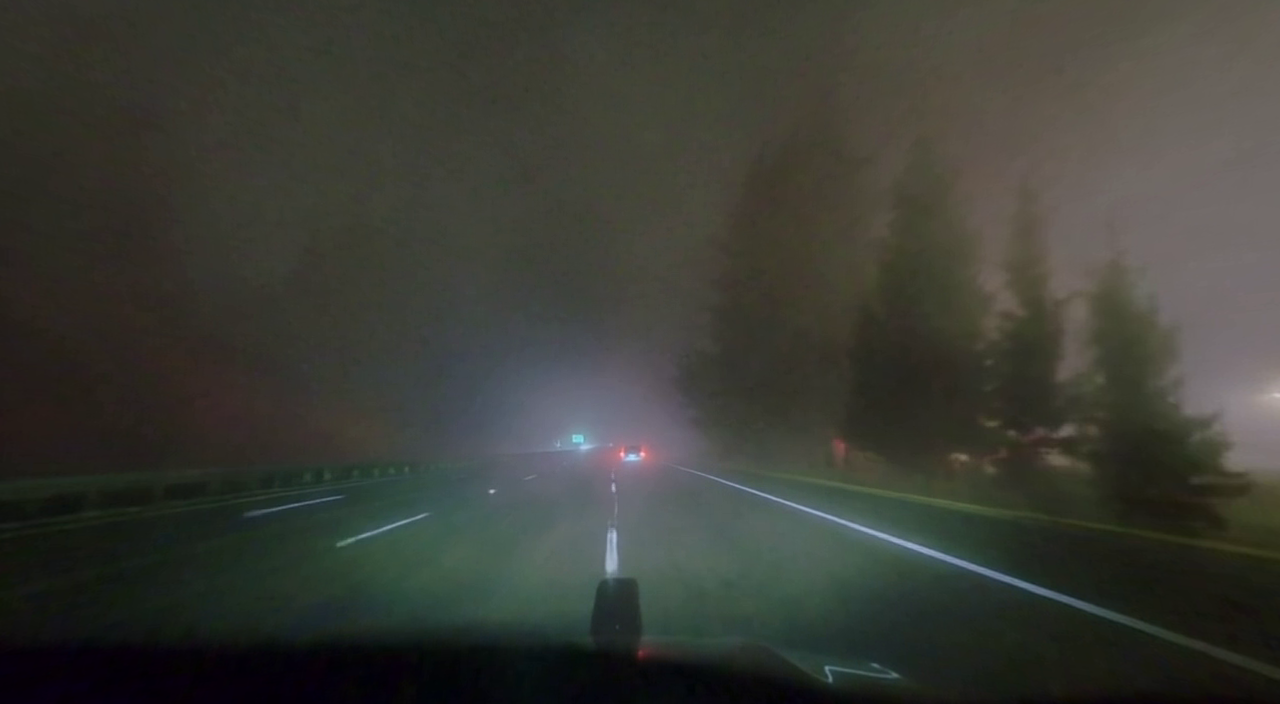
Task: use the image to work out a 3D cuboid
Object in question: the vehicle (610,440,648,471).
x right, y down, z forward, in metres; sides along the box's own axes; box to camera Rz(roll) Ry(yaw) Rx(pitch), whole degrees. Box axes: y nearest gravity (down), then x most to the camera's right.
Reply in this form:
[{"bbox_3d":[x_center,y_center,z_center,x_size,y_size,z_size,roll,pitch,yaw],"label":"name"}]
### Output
[{"bbox_3d":[-0.618,6.137,37.488,2.120,1.715,4.153,0,-9,0],"label":"vehicle"}]
